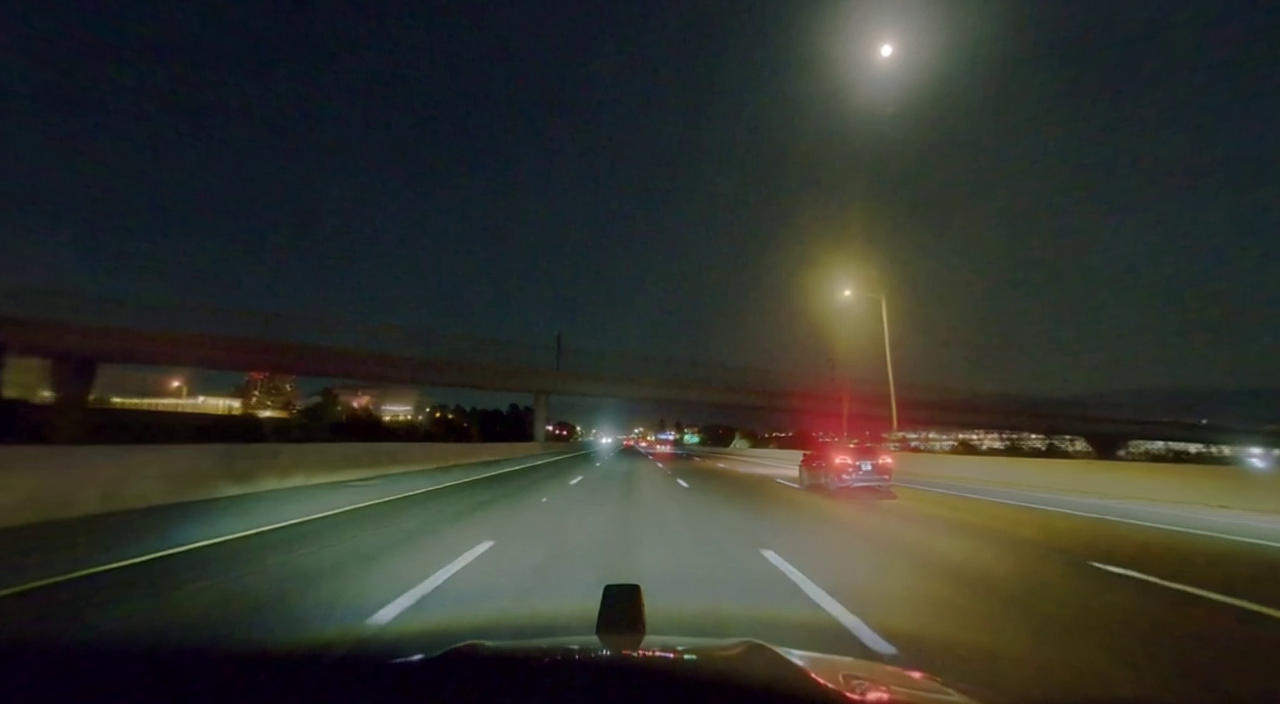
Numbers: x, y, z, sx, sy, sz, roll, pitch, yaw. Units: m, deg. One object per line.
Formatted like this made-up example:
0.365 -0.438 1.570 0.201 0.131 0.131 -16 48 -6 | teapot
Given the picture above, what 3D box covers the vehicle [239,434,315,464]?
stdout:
-21.999 5.902 38.309 1.903 1.664 4.502 0 -8 0 | vehicle
